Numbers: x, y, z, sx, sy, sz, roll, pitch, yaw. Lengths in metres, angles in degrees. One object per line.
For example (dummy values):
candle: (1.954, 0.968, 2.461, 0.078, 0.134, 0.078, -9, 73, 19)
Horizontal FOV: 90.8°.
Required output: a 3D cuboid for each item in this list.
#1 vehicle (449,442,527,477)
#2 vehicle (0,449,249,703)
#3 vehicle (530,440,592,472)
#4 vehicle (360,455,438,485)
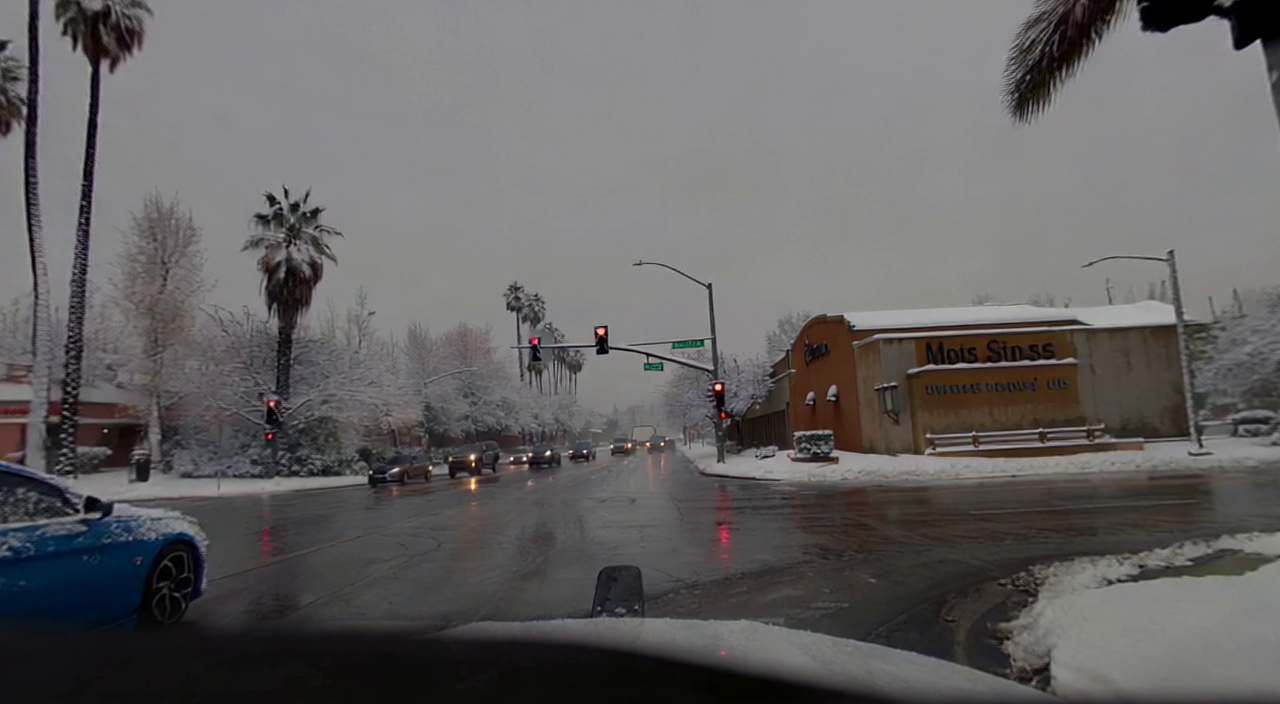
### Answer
vehicle: (-8.441, 6.040, 35.719, 2.152, 1.825, 5.406, -2, -9, 11)
vehicle: (-3.683, 1.021, 2.250, 1.850, 1.325, 4.295, 0, -9, 0)
vehicle: (-4.519, 6.056, 36.859, 2.092, 1.709, 4.775, -2, -9, 12)
vehicle: (-12.637, 6.216, 33.524, 1.880, 1.440, 4.418, -2, -9, 9)
